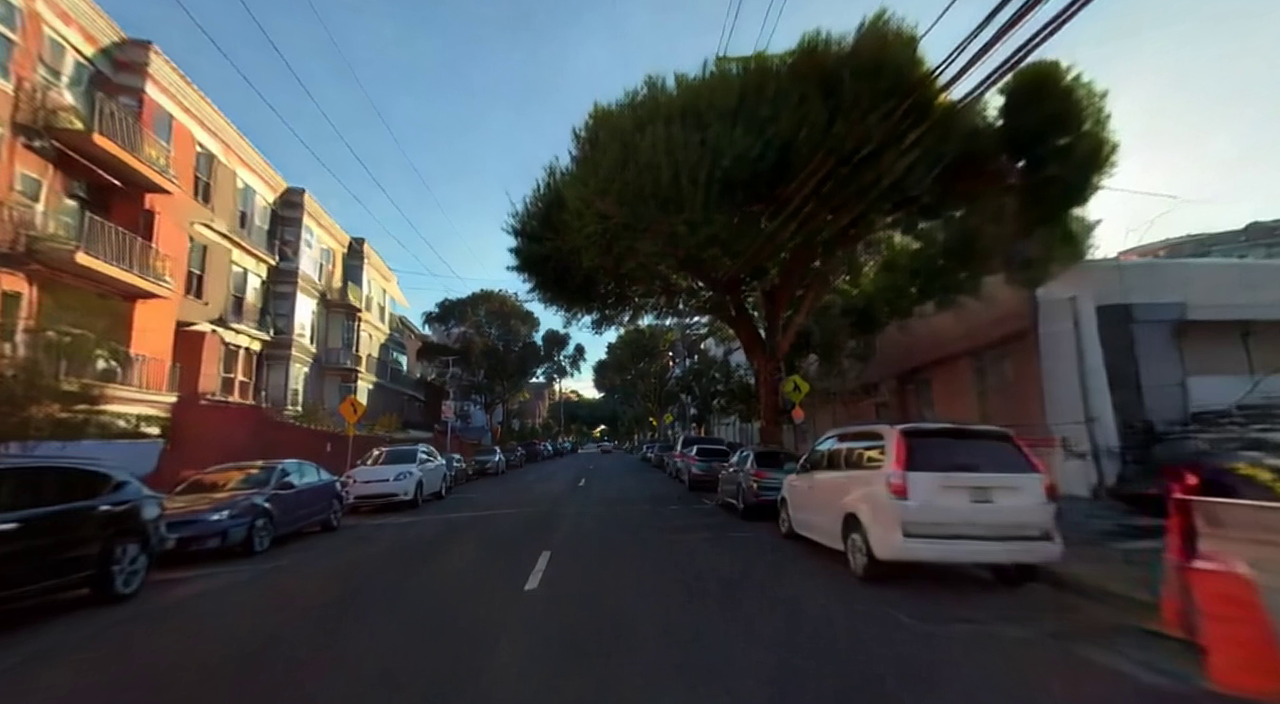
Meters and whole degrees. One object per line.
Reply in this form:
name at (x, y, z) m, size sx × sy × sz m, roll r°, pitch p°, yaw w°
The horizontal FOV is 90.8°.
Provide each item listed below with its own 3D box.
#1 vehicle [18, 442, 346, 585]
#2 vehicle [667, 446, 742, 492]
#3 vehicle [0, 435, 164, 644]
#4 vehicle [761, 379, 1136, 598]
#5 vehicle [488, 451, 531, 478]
vehicle at (-6.585, 2.285, 9.938) m, size 1.971 × 1.697 × 4.450 m, roll 0°, pitch -8°, yaw -3°
vehicle at (2.238, 4.240, 23.368) m, size 2.010 × 1.499 × 4.754 m, roll 0°, pitch -8°, yaw -3°
vehicle at (-6.224, 1.507, 4.944) m, size 1.996 × 1.695 × 4.127 m, roll 1°, pitch -8°, yaw -5°
vehicle at (3.084, 1.673, 7.684) m, size 1.994 × 1.857 × 4.393 m, roll 1°, pitch -13°, yaw -5°
vehicle at (-7.853, 6.800, 38.485) m, size 1.968 × 1.450 × 4.271 m, roll 0°, pitch -8°, yaw -4°
